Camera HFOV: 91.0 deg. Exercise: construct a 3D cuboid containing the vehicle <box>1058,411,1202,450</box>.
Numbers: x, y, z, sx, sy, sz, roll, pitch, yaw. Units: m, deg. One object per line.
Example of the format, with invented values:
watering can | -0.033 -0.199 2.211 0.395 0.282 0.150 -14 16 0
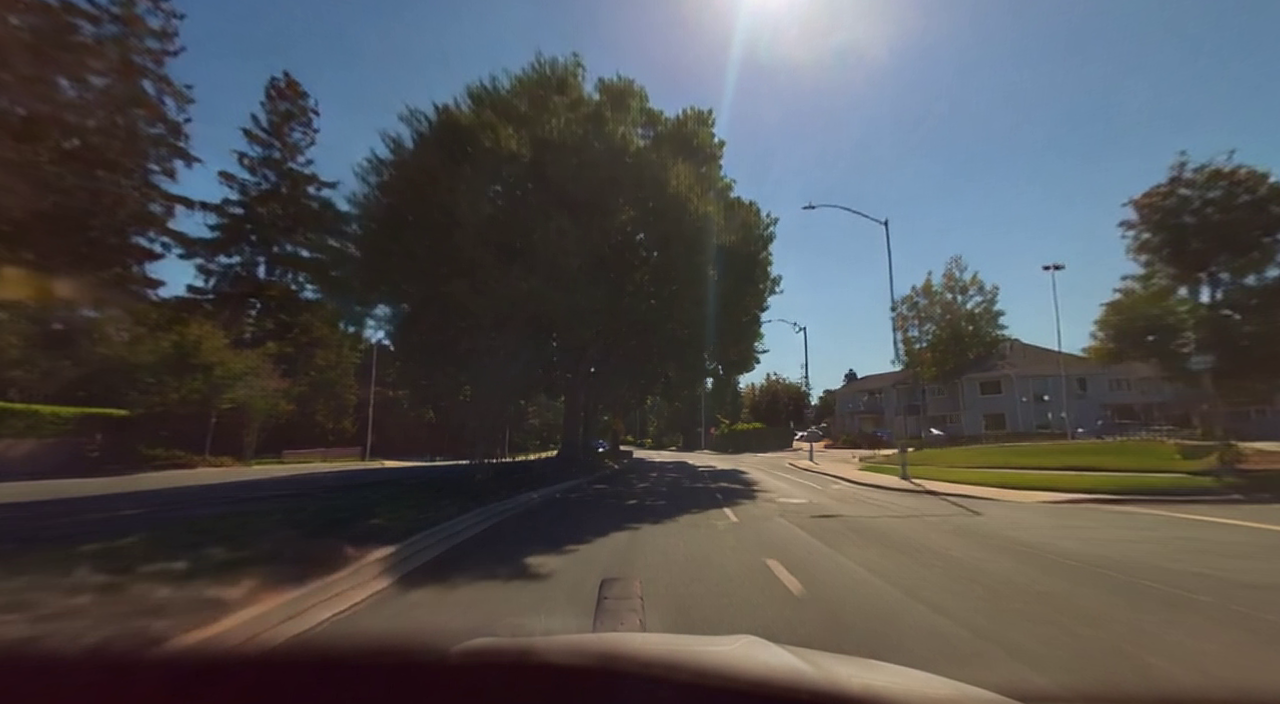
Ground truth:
vehicle | 31.242 5.117 40.421 2.569 2.236 6.684 7 -11 -36
